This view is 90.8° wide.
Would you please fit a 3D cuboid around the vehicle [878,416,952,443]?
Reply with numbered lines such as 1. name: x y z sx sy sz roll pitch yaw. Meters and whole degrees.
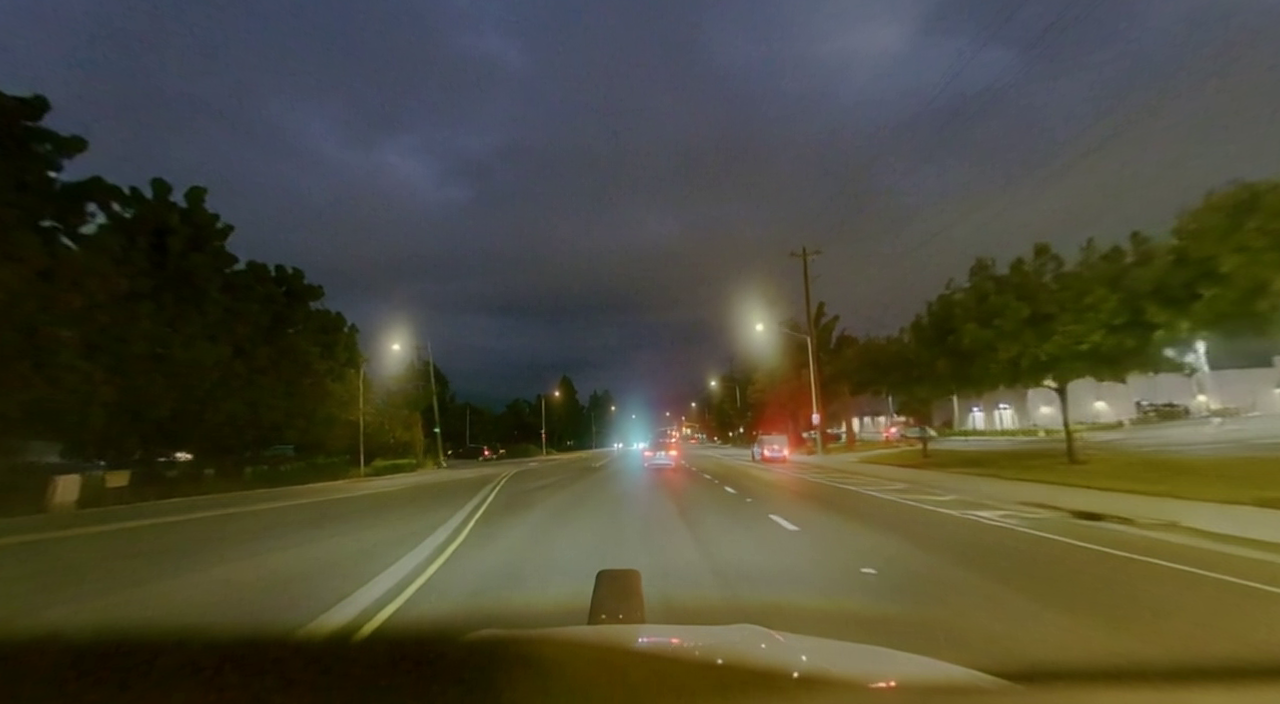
1. vehicle: 19.925 5.671 45.948 4.359 1.849 2.152 -1 -8 3

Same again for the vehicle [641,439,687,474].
1. vehicle: 1.211 5.249 31.875 2.181 1.639 4.127 0 -9 2
